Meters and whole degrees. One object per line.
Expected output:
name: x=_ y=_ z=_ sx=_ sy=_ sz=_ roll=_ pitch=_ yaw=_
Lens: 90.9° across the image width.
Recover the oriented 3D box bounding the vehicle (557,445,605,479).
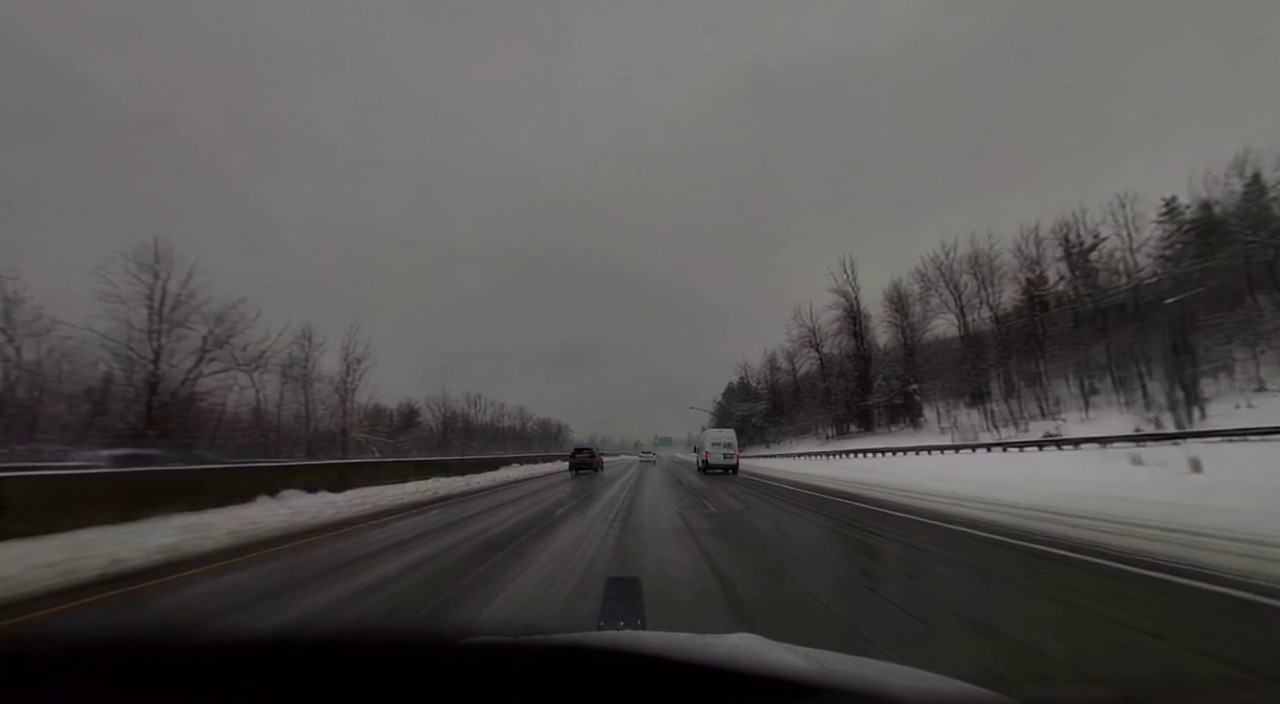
vehicle: x=-2.907 y=5.578 z=32.159 sx=1.964 sy=1.618 sz=4.489 roll=0 pitch=-9 yaw=0

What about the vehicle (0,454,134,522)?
vehicle: x=-15.866 y=3.470 z=16.532 sx=1.830 sy=1.557 sz=3.942 roll=0 pitch=-9 yaw=1

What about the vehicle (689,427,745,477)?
vehicle: x=4.286 y=5.725 z=36.148 sx=2.469 sy=2.591 sz=5.653 roll=0 pitch=-9 yaw=0
